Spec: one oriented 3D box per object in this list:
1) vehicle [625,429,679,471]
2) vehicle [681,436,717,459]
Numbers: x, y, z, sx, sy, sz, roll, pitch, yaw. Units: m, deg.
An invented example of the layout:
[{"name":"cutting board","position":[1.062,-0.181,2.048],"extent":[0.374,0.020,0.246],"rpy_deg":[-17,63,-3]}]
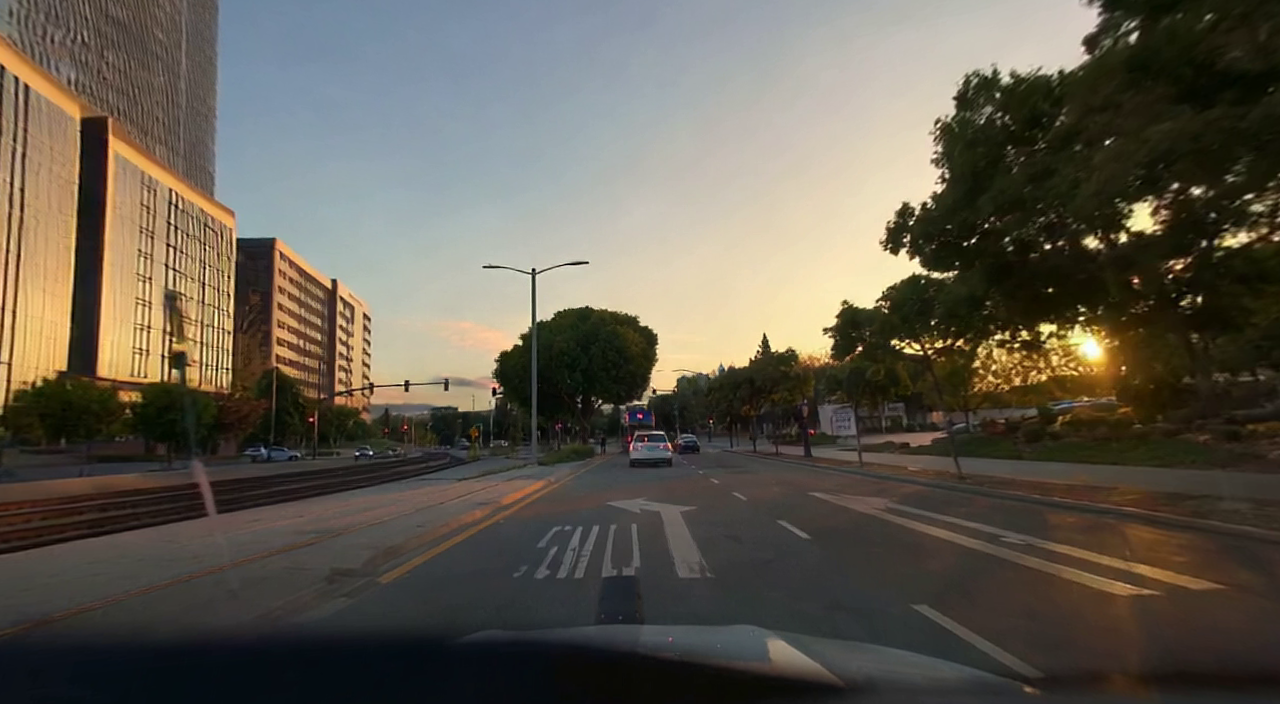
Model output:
[{"name":"vehicle","position":[0.488,4.264,27.510],"extent":[2.190,1.684,4.084],"rpy_deg":[0,-9,0]},{"name":"vehicle","position":[4.049,6.648,43.864],"extent":[1.916,1.466,4.529],"rpy_deg":[0,-9,-1]}]
